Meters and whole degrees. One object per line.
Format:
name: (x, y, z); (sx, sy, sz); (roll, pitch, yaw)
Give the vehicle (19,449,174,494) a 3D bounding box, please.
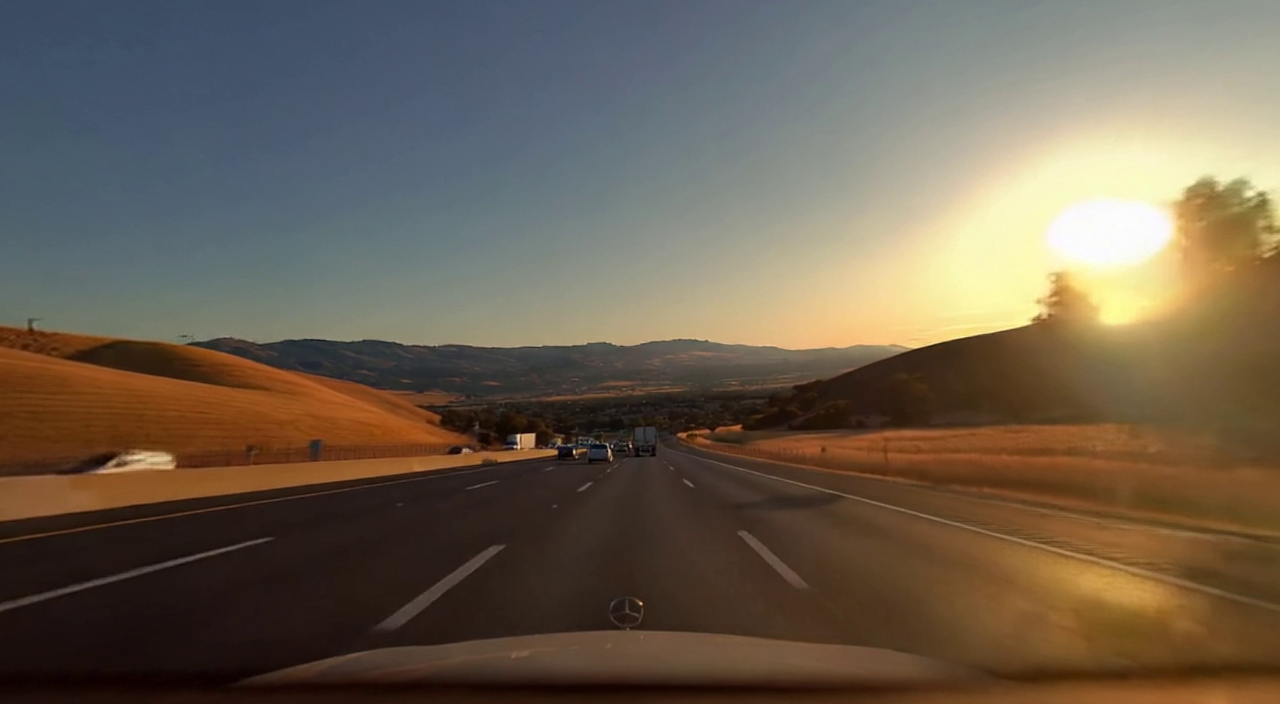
vehicle: (-20.868, 4.556, 24.527); (2.007, 1.533, 4.429); (0, -8, 1)
